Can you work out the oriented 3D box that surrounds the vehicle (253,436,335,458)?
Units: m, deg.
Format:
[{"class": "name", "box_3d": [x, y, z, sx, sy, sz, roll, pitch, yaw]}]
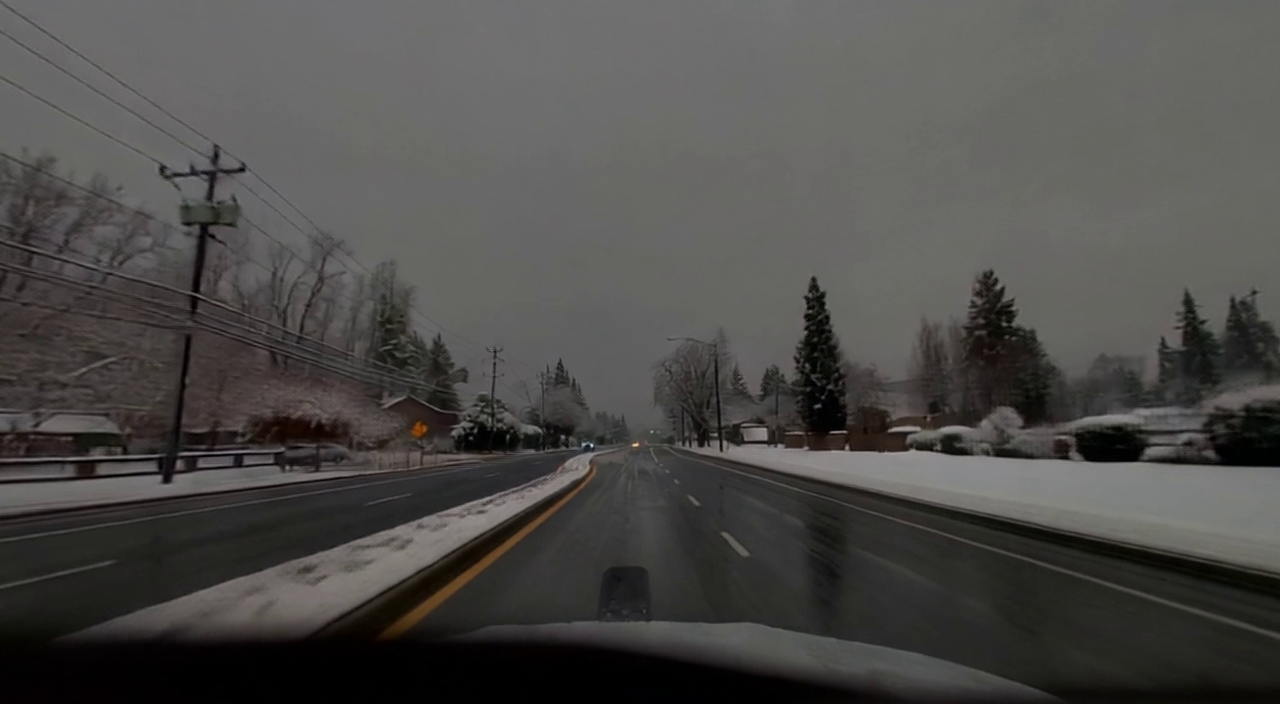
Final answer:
[{"class": "vehicle", "box_3d": [-22.804, 6.244, 41.632, 4.265, 1.393, 2.071, 0, -8, 4]}]
